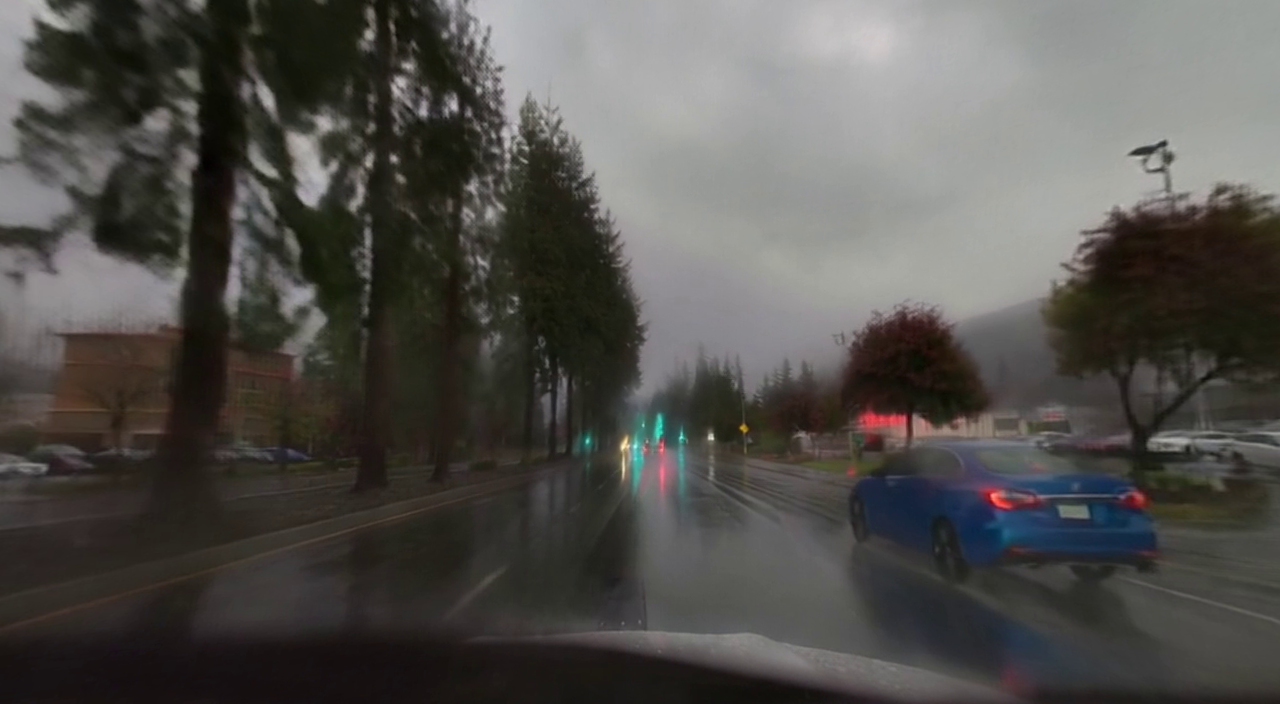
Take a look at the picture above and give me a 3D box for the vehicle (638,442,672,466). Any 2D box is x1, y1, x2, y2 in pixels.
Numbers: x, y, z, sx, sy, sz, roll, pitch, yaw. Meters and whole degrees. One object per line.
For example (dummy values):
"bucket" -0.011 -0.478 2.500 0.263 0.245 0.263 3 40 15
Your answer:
"vehicle" 0.977 6.782 41.835 2.144 1.505 4.128 0 -8 0

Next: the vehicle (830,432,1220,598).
"vehicle" 4.197 1.821 8.040 2.053 1.482 4.568 0 -9 -1
